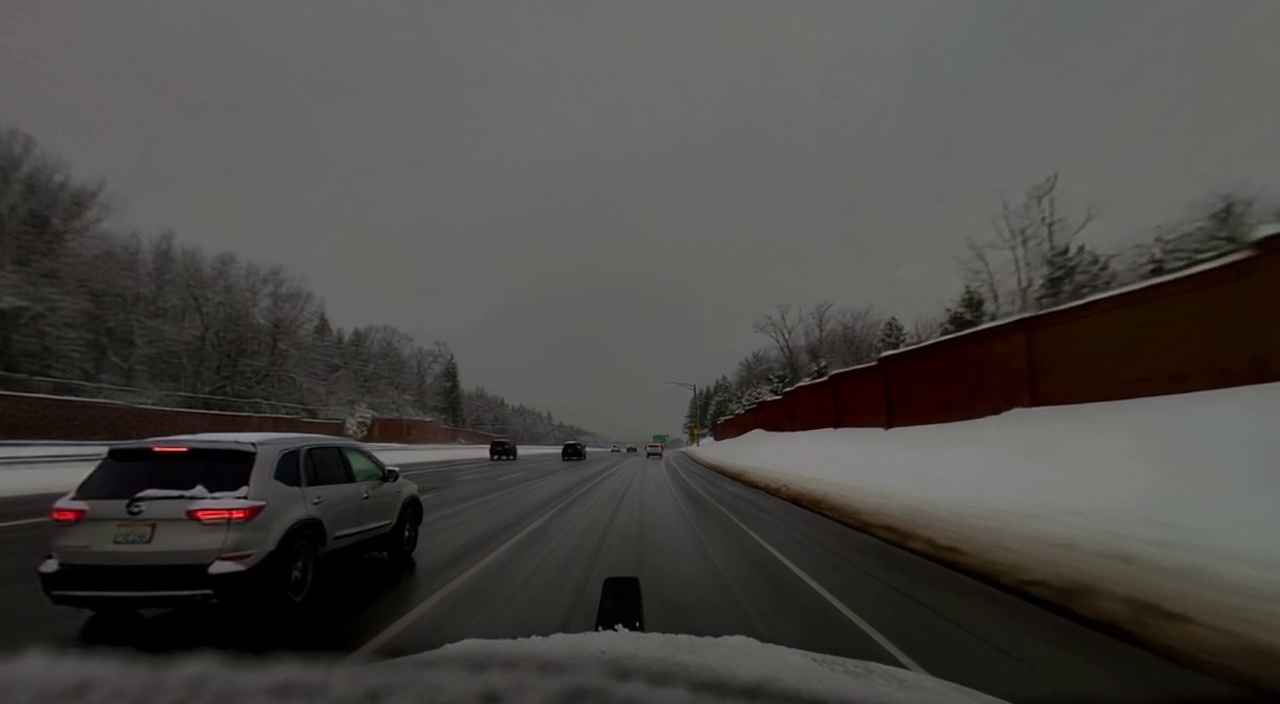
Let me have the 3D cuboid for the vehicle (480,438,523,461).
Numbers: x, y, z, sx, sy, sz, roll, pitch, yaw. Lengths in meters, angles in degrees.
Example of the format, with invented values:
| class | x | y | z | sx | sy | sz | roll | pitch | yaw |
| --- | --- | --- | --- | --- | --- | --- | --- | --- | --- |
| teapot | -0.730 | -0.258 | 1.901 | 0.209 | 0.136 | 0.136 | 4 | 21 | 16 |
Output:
| class | x | y | z | sx | sy | sz | roll | pitch | yaw |
| --- | --- | --- | --- | --- | --- | --- | --- | --- | --- |
| vehicle | -10.366 | 7.341 | 47.496 | 2.025 | 1.618 | 4.683 | 0 | -9 | 2 |
